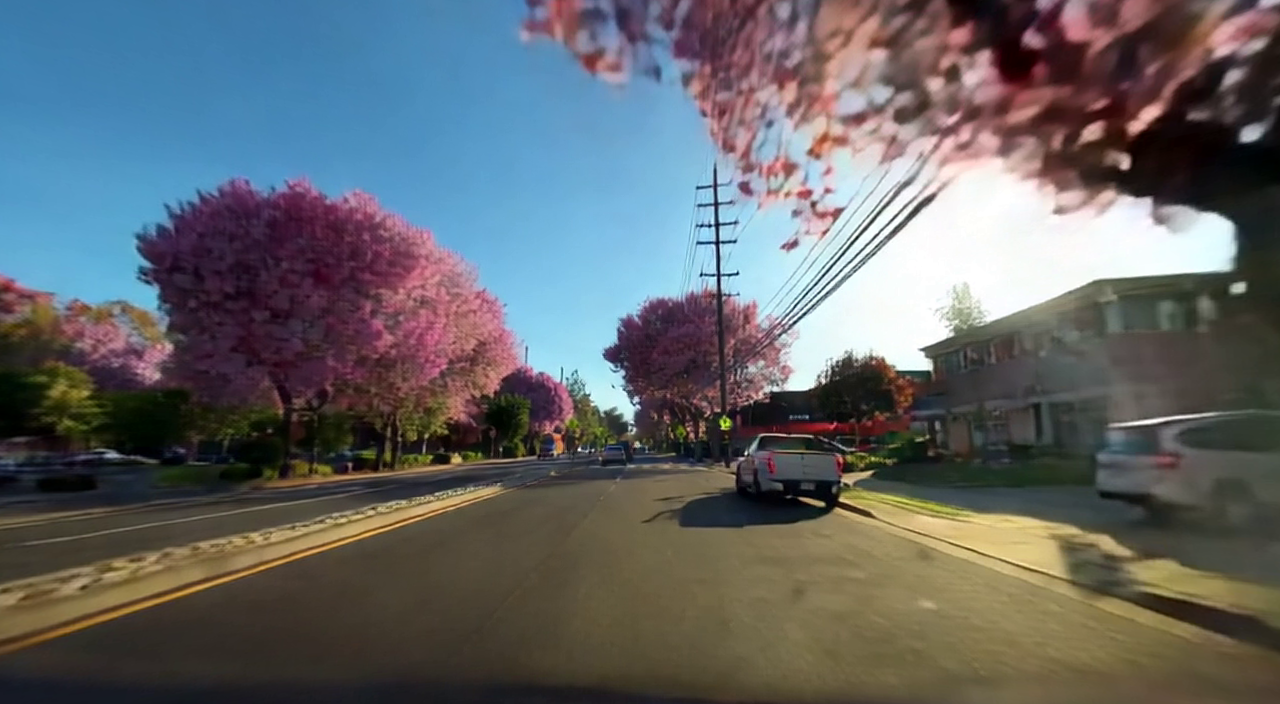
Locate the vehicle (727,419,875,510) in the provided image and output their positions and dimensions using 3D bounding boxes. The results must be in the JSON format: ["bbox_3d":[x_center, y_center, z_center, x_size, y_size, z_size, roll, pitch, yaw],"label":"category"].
[{"bbox_3d":[3.826,2.815,16.360,2.280,1.904,5.779,0,-8,-1],"label":"vehicle"}]

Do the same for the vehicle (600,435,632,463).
[{"bbox_3d":[-1.786,7.326,47.764,2.202,1.961,4.980,0,-8,0],"label":"vehicle"}]

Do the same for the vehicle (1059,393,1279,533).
[{"bbox_3d":[9.567,1.631,9.498,4.818,1.847,2.257,0,-8,3],"label":"vehicle"}]
